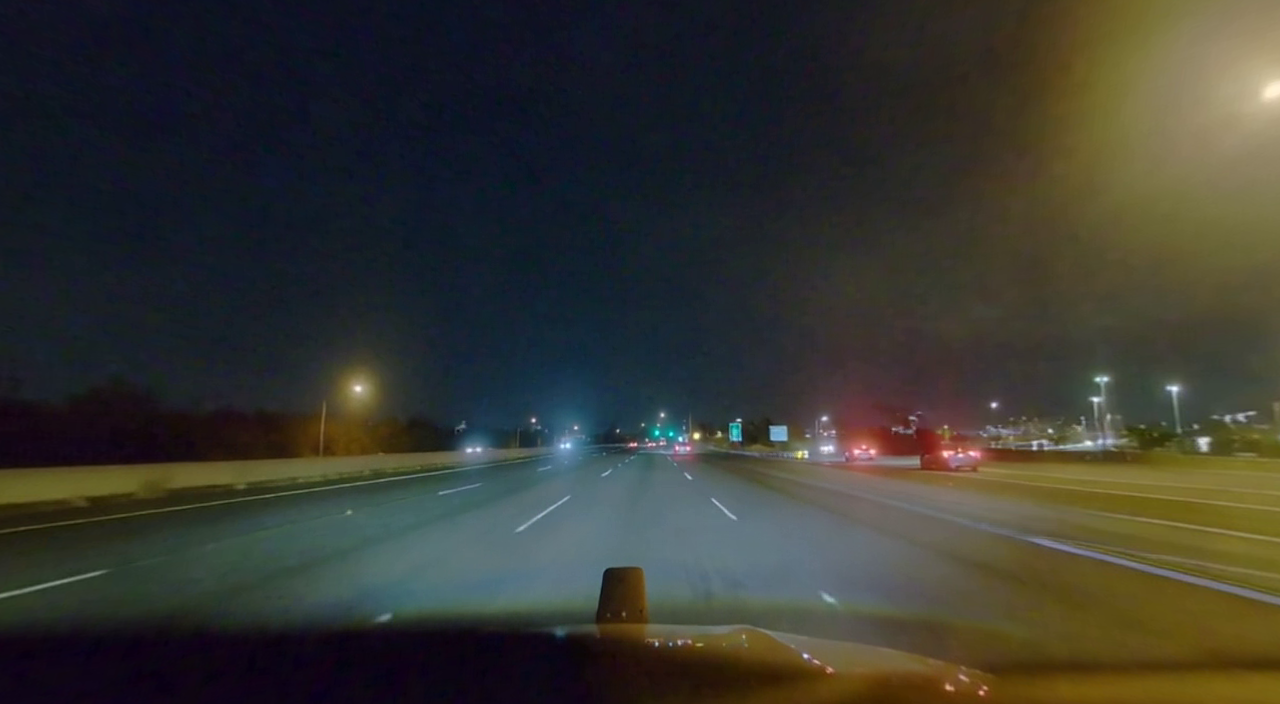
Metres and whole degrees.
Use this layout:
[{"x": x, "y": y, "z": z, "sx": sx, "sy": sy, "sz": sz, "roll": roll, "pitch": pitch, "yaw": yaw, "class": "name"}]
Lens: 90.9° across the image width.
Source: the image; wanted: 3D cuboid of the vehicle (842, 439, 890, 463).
[{"x": 16.142, "y": 7.100, "z": 45.294, "sx": 2.039, "sy": 1.658, "sz": 4.457, "roll": -1, "pitch": -8, "yaw": 3, "class": "vehicle"}]
